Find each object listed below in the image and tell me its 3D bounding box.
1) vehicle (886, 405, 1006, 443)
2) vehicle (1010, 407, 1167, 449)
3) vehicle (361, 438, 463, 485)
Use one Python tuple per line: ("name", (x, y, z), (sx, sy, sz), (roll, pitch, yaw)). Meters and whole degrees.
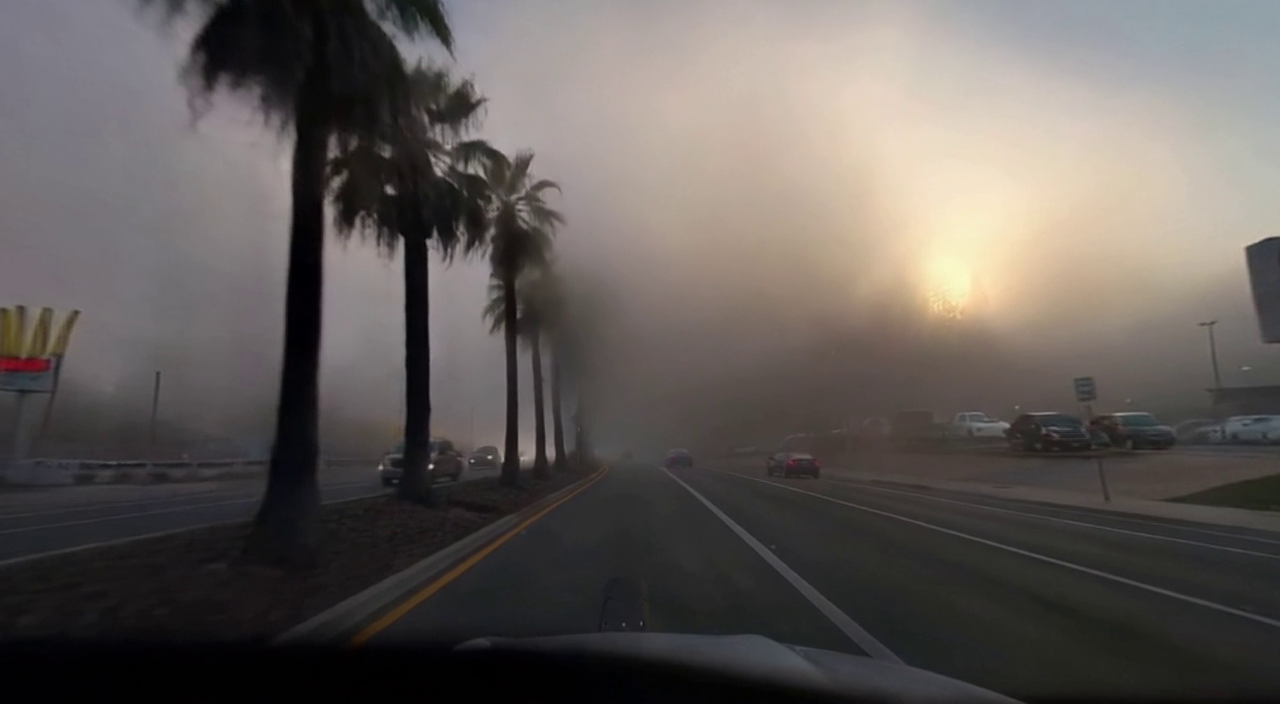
("vehicle", (18.003, 4.304, 37.282), (5.817, 1.906, 2.230), (-1, -12, 0))
("vehicle", (18.417, 3.174, 26.118), (4.649, 1.662, 2.349), (0, -8, 1))
("vehicle", (-9.210, 4.452, 26.044), (2.361, 1.733, 5.099), (0, -8, -1))
